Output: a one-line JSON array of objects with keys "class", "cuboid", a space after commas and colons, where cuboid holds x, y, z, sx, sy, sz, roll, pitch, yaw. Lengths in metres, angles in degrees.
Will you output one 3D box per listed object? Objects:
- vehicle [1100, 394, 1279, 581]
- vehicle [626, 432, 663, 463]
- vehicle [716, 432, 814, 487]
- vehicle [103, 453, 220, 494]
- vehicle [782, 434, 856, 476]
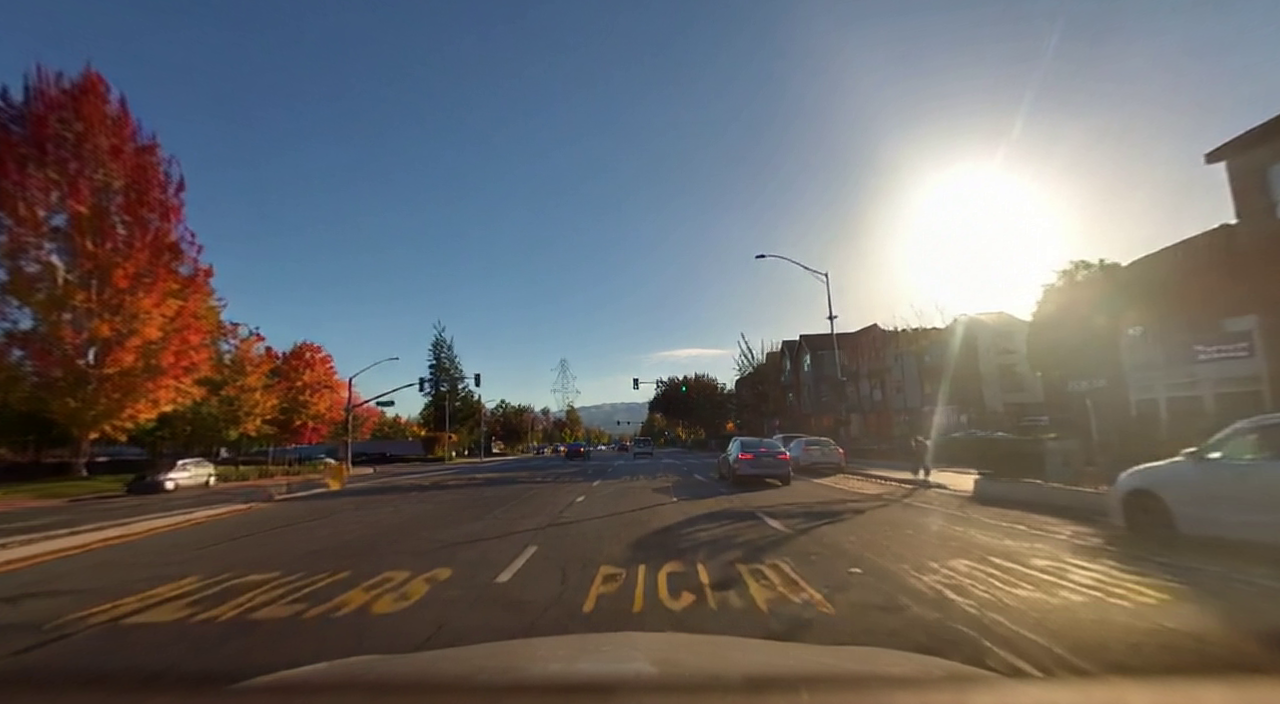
[{"class": "vehicle", "cuboid": [7.331, 1.310, 6.062, 2.128, 1.804, 4.825, 0, -8, 0]}, {"class": "vehicle", "cuboid": [0.273, 6.165, 40.715, 2.239, 1.856, 4.815, 0, -8, 0]}, {"class": "vehicle", "cuboid": [3.795, 3.361, 19.990, 2.178, 1.546, 4.311, 0, -8, 0]}, {"class": "vehicle", "cuboid": [-22.307, 5.643, 29.621, 1.915, 1.686, 4.422, 0, -8, 1]}, {"class": "vehicle", "cuboid": [7.343, 4.250, 26.252, 1.876, 1.598, 4.171, 0, -8, 1]}]
